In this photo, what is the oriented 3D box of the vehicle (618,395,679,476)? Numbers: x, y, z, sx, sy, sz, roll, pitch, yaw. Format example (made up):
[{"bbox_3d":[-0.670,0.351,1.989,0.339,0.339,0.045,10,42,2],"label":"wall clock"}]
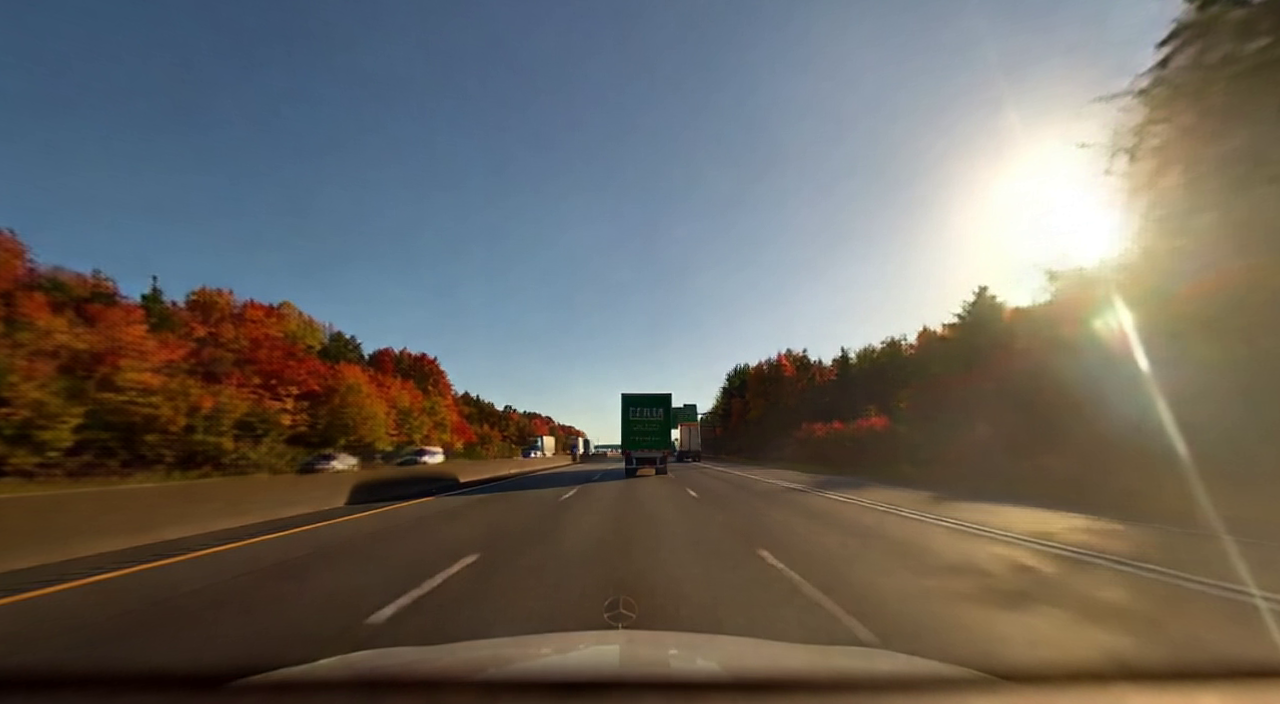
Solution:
[{"bbox_3d":[0.400,5.037,37.255,3.057,4.073,10.792,0,-9,0],"label":"vehicle"}]

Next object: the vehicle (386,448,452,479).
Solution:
[{"bbox_3d":[-12.390,6.259,35.415,2.171,1.661,3.953,0,-9,1],"label":"vehicle"}]

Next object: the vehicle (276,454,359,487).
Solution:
[{"bbox_3d":[-16.136,5.915,31.604,1.914,1.506,4.103,0,-9,1],"label":"vehicle"}]
